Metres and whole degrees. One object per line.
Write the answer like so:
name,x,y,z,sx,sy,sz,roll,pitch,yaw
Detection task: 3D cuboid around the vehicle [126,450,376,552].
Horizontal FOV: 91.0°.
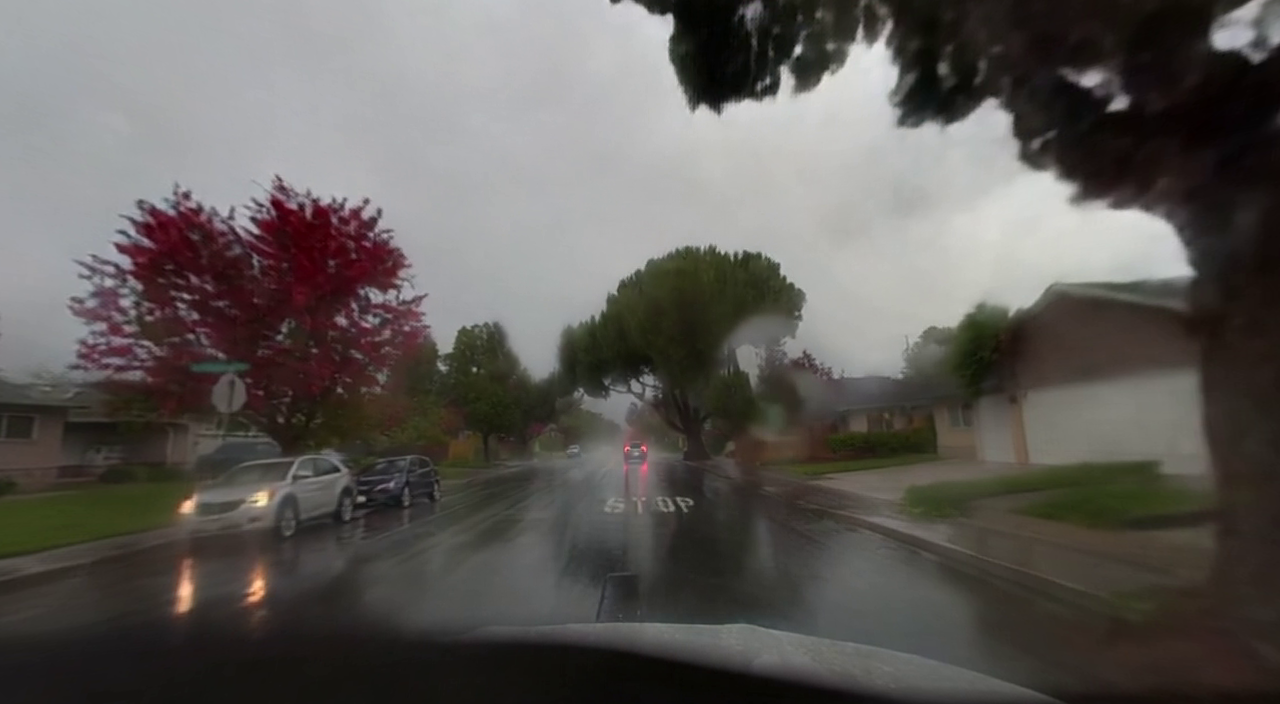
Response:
vehicle,-6.999,2.668,12.098,1.972,1.543,4.622,0,-9,-2

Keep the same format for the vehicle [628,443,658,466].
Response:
vehicle,0.235,7.242,44.549,2.043,1.484,4.340,0,-9,0

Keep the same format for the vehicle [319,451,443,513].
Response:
vehicle,-6.945,3.494,17.370,1.789,1.481,3.957,0,-9,-1
